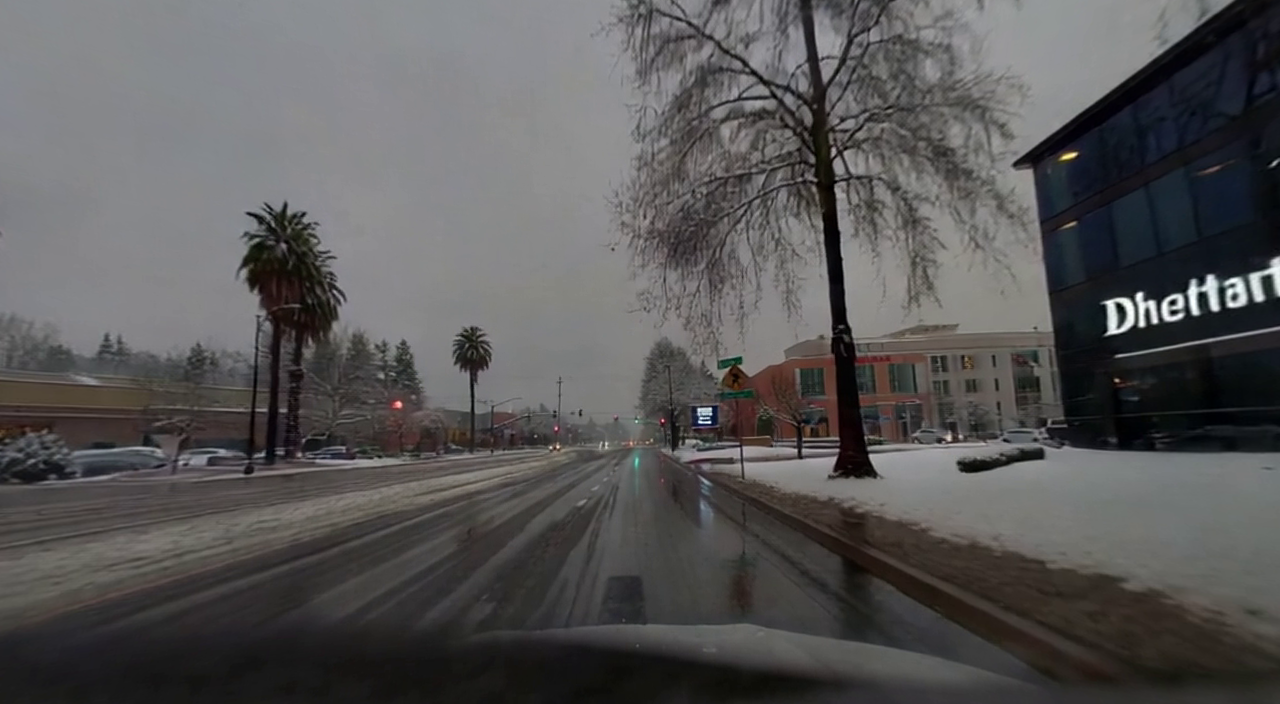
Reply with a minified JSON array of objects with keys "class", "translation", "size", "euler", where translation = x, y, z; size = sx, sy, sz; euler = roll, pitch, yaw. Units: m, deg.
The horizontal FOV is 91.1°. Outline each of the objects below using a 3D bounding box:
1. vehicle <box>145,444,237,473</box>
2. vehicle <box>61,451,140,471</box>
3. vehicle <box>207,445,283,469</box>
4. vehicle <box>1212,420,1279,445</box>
[{"class":"vehicle","translation":[-29.505,7.019,41.361],"size":[4.293,1.529,2.347],"euler":[-4,-9,0]},{"class":"vehicle","translation":[-42.762,8.628,49.824],"size":[4.490,1.495,1.922],"euler":[0,-8,2]},{"class":"vehicle","translation":[-29.382,7.804,46.779],"size":[4.463,1.497,1.889],"euler":[-4,-9,0]},{"class":"vehicle","translation":[44.946,5.880,45.819],"size":[4.409,1.807,1.983],"euler":[0,-8,-3]}]
